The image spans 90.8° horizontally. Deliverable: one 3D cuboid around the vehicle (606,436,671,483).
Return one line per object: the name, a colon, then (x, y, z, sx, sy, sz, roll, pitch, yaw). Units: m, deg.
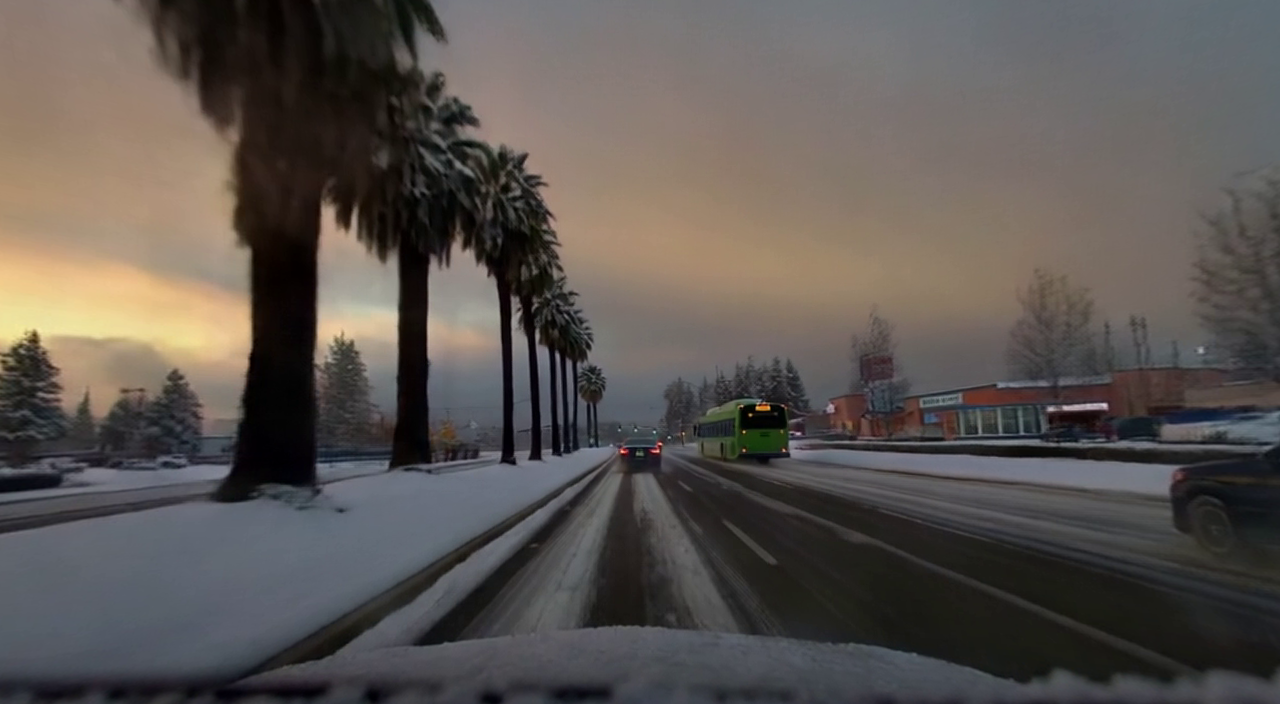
vehicle: (-0.078, 3.765, 22.354, 2.065, 1.477, 4.306, 0, -9, -1)

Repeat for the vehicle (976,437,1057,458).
vehicle: (25.754, 6.545, 43.307, 4.319, 1.444, 1.888, 0, -9, -2)

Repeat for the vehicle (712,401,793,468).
vehicle: (6.236, 4.898, 36.842, 2.795, 3.383, 9.287, 0, -9, -1)

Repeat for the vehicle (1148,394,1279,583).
vehicle: (6.734, 1.116, 4.946, 2.031, 1.670, 4.154, 0, -9, 1)

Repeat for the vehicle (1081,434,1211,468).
vehicle: (23.047, 4.525, 28.901, 4.229, 1.428, 1.883, 0, -9, 1)
